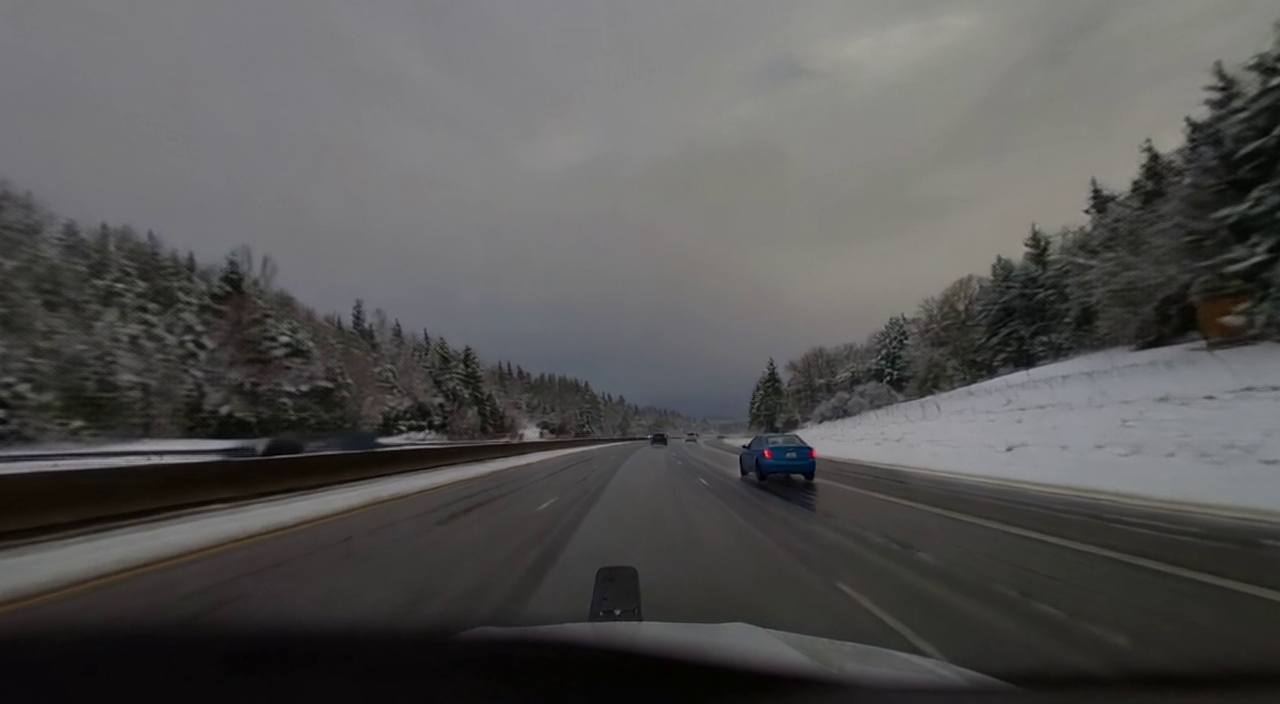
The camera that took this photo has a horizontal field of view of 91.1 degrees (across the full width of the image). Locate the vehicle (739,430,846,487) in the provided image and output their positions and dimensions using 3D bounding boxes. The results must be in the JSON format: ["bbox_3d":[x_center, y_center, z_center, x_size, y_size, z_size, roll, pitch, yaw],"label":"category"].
[{"bbox_3d":[4.305,3.065,18.501,1.982,1.452,4.294,0,-8,-1],"label":"vehicle"}]

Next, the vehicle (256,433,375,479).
[{"bbox_3d":[-12.213,3.912,24.077,2.044,1.555,4.799,0,-8,-1],"label":"vehicle"}]

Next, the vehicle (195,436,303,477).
[{"bbox_3d":[-15.619,4.156,25.394,1.824,1.478,3.873,0,-8,1],"label":"vehicle"}]
